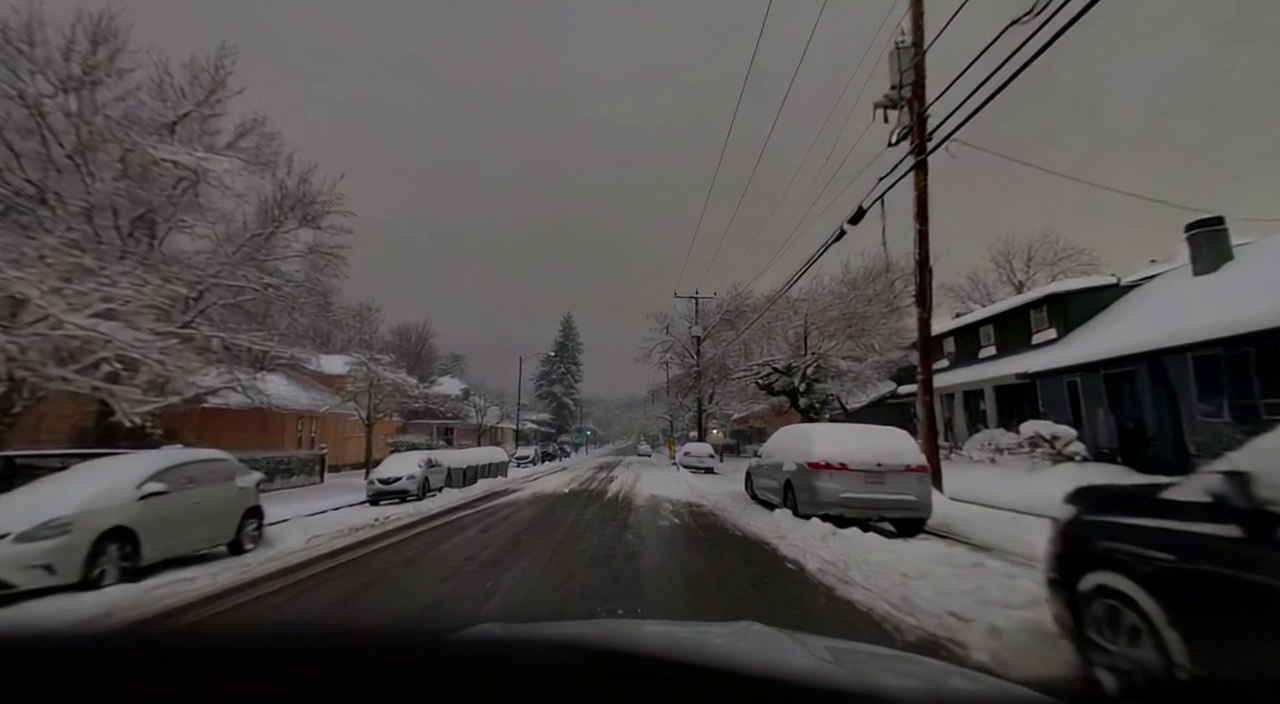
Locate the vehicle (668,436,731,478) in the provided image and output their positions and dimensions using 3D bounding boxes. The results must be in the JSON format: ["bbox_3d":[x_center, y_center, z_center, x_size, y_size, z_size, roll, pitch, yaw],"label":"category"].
[{"bbox_3d":[2.821,5.166,31.395,2.365,1.874,5.669,0,-8,-2],"label":"vehicle"}]

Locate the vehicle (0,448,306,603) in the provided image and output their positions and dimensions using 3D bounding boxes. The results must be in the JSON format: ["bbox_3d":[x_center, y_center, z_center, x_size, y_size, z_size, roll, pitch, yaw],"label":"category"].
[{"bbox_3d":[-6.558,2.060,8.582,1.866,1.474,4.753,1,-8,-6],"label":"vehicle"}]

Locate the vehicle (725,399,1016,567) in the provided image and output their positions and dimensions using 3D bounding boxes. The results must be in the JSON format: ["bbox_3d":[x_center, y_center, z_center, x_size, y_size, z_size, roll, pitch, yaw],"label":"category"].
[{"bbox_3d":[3.079,1.924,10.160,2.427,1.947,5.329,0,-8,-3],"label":"vehicle"}]

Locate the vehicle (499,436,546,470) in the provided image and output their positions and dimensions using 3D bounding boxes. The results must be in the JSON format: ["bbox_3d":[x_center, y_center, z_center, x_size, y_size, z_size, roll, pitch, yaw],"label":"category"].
[{"bbox_3d":[-7.262,6.309,39.605,2.183,1.972,4.817,0,-8,-2],"label":"vehicle"}]

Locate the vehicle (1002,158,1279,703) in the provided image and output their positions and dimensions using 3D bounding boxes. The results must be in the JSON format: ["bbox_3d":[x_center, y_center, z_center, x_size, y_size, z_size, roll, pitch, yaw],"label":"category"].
[{"bbox_3d":[3.173,0.405,1.128,2.295,2.279,4.578,0,-8,1],"label":"vehicle"}]

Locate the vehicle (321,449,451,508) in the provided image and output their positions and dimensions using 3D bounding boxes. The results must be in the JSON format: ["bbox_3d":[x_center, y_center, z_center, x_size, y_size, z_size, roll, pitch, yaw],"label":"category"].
[{"bbox_3d":[-6.745,3.362,17.362,1.958,1.359,4.357,0,-8,-3],"label":"vehicle"}]
